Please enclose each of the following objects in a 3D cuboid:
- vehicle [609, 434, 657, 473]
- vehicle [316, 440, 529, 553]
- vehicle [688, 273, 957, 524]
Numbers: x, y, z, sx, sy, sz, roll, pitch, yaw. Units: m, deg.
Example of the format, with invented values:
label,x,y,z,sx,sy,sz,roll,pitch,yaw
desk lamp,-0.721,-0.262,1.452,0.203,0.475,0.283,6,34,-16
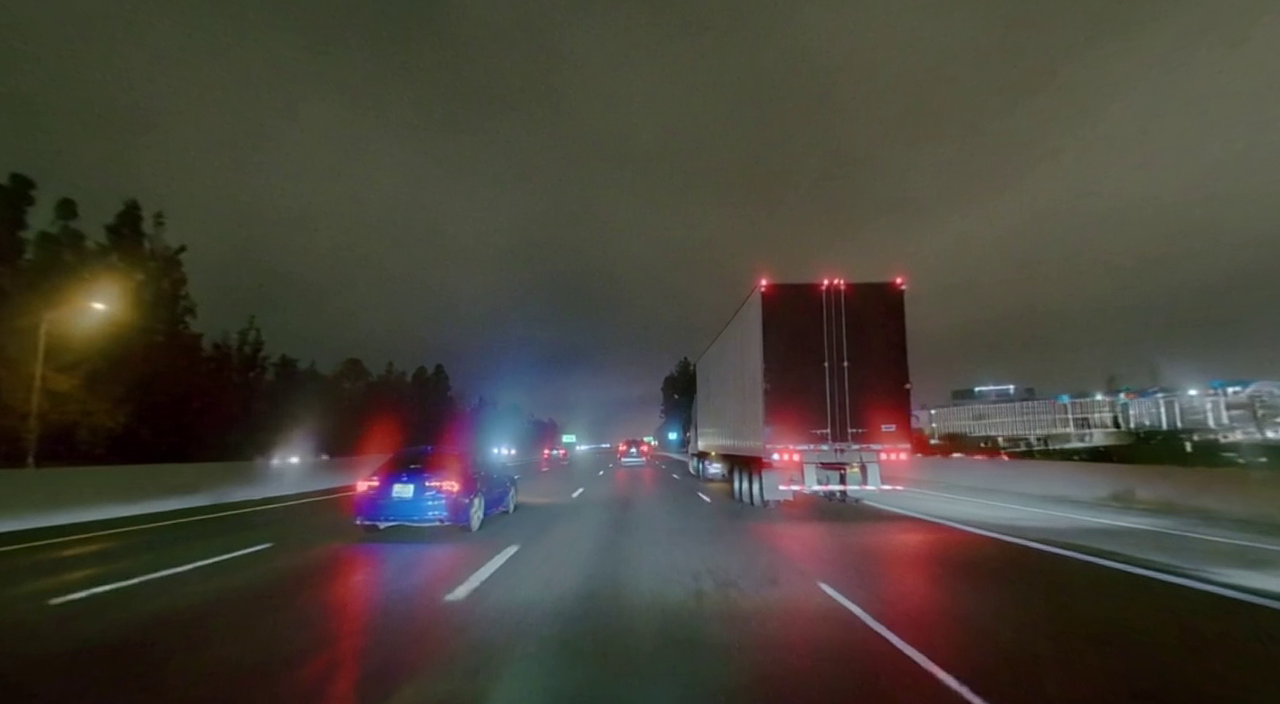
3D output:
label,x,y,z,sx,sy,sz,roll,pitch,yaw
vehicle,-0.353,5.027,31.411,2.203,1.805,4.358,0,-9,-1
vehicle,-3.157,2.190,10.329,1.864,1.406,4.544,0,-9,0
vehicle,3.480,1.862,17.776,2.876,4.086,15.117,0,-9,-1
